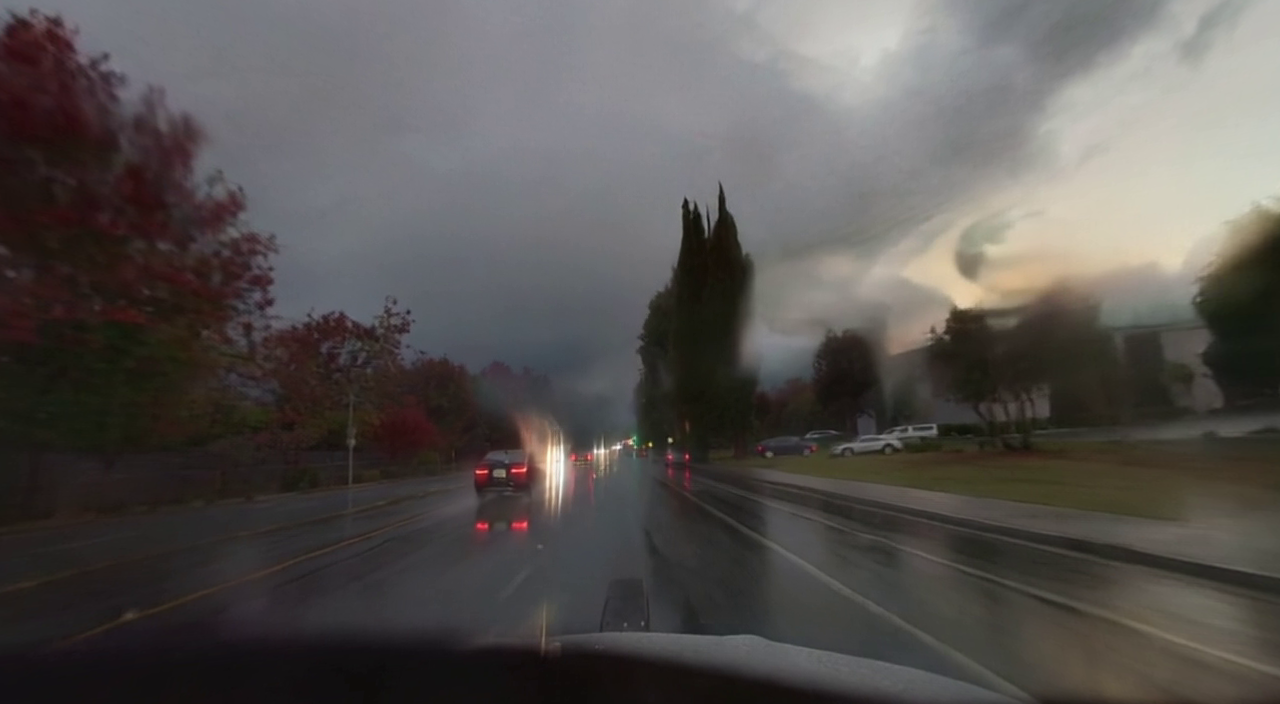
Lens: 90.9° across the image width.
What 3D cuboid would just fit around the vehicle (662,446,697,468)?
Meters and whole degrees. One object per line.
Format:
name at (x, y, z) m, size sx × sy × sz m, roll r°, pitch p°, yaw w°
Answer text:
vehicle at (3.005, 8.188, 49.330) m, size 2.107 × 1.620 × 4.793 m, roll 0°, pitch -9°, yaw -4°

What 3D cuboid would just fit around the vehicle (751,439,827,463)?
vehicle at (10.569, 7.027, 44.912) m, size 4.766 × 1.585 × 2.020 m, roll 0°, pitch -9°, yaw -5°

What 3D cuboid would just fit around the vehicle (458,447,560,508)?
vehicle at (-3.559, 3.486, 18.024) m, size 2.099 × 1.470 × 4.302 m, roll 0°, pitch -8°, yaw -2°

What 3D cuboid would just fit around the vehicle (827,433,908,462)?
vehicle at (13.389, 5.634, 37.276) m, size 3.965 × 1.543 × 2.021 m, roll -2°, pitch -8°, yaw -2°
